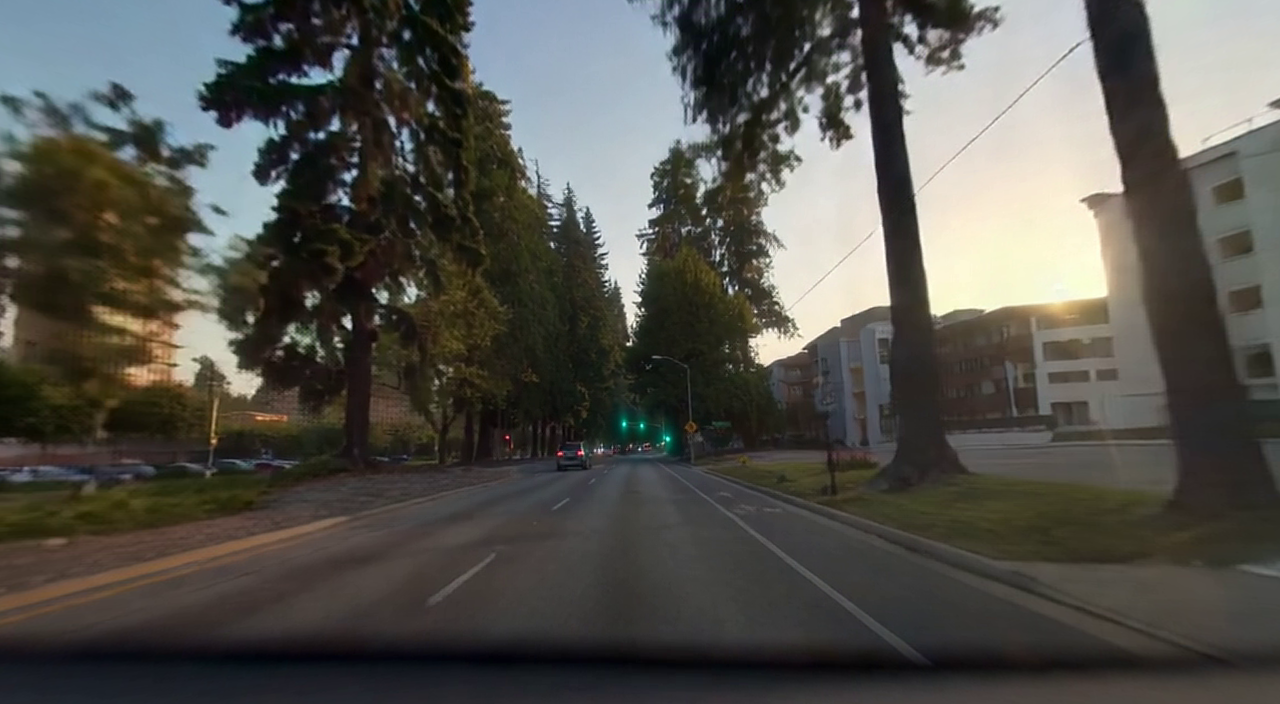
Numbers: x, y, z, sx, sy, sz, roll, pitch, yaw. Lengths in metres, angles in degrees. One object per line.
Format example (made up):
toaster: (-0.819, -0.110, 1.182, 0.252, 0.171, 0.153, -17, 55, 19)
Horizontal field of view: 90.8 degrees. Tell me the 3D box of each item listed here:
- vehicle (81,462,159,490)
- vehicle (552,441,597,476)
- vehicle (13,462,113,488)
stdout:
vehicle: (-37.222, 8.892, 45.281, 3.934, 1.544, 1.826, -5, -9, -4)
vehicle: (-3.537, 5.808, 34.702, 1.959, 1.741, 4.141, -1, -9, 1)
vehicle: (-37.105, 7.905, 40.713, 4.463, 1.545, 2.076, -1, -9, 2)
